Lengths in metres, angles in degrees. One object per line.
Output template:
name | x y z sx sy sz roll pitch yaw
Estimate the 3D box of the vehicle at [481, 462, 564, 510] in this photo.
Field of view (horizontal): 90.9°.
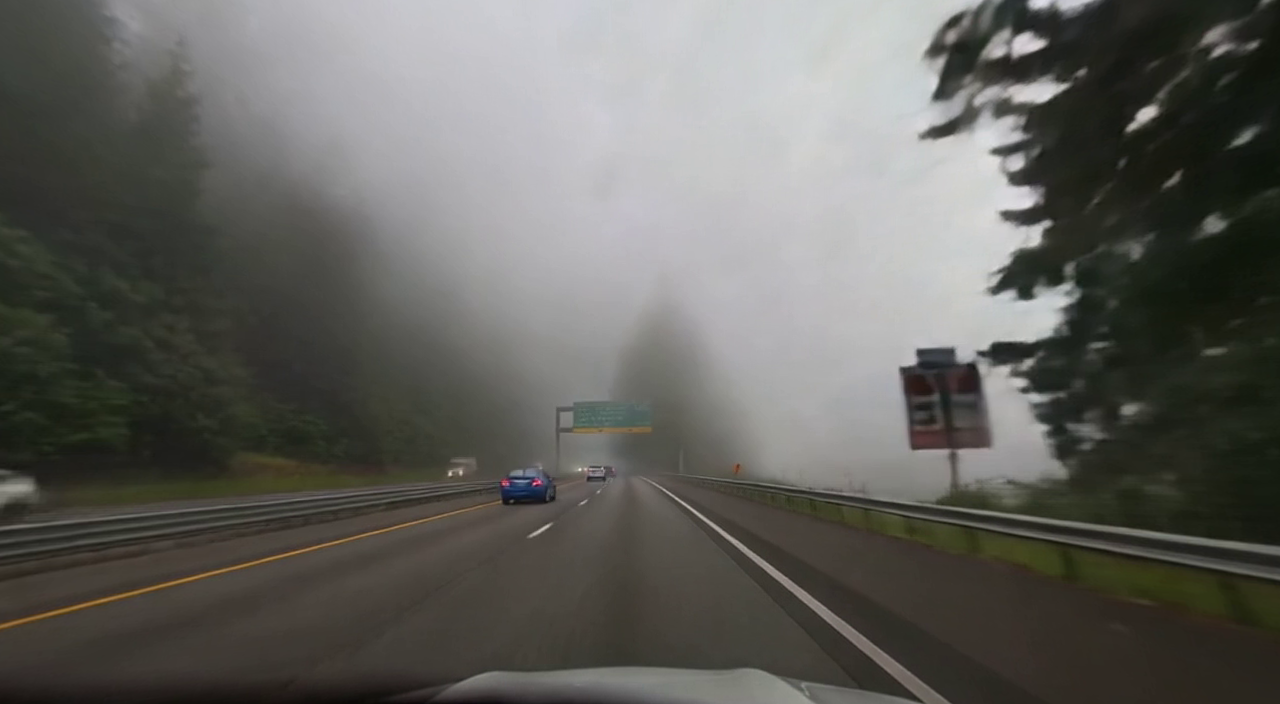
vehicle | -4.008 4.672 22.301 1.995 1.467 4.467 0 -10 1
